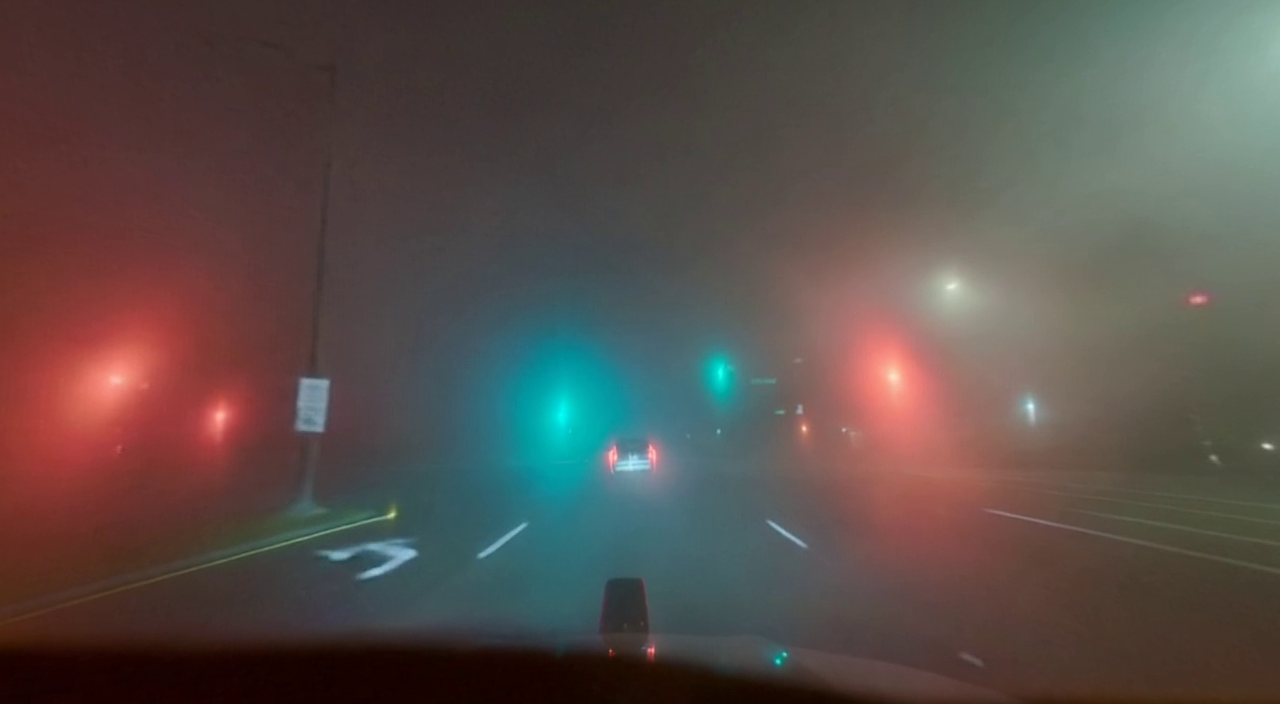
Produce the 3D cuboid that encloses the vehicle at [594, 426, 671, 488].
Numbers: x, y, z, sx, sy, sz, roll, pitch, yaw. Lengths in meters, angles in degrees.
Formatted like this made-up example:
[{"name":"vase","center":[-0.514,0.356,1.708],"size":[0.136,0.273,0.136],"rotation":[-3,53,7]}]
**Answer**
[{"name":"vehicle","center":[-0.215,3.300,19.997],"size":[2.192,1.734,4.176],"rotation":[0,-8,0]}]
